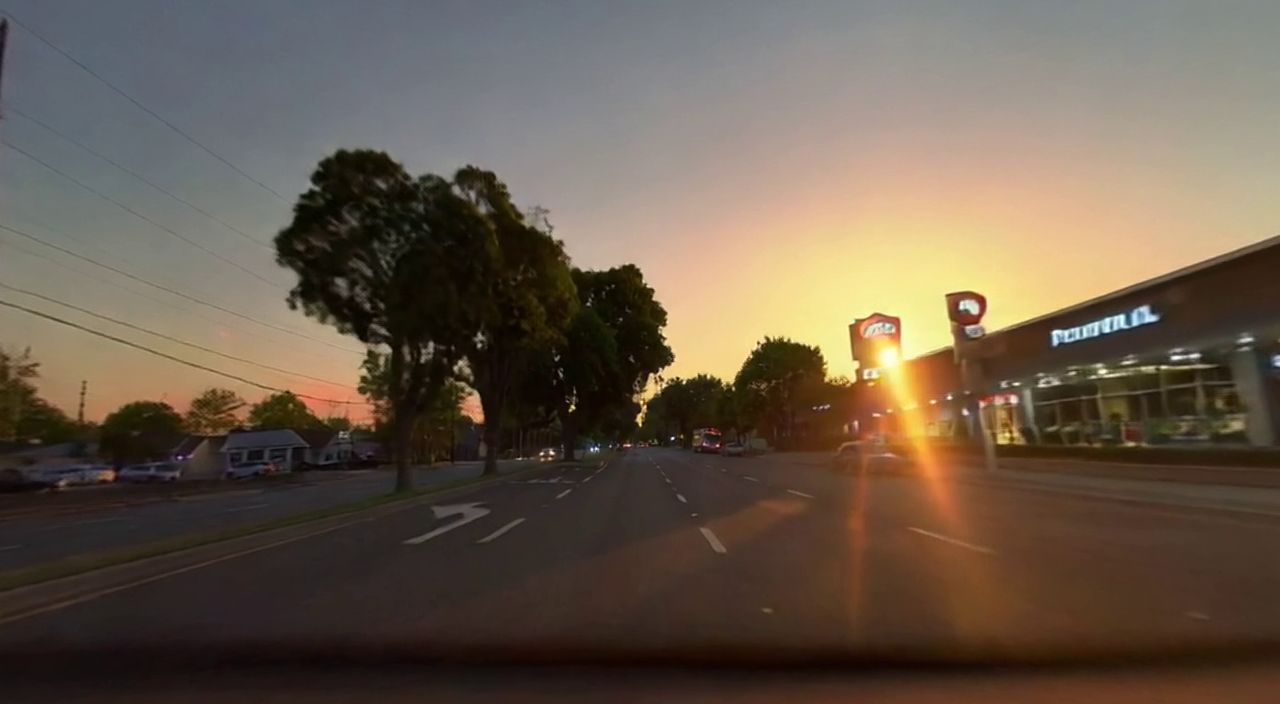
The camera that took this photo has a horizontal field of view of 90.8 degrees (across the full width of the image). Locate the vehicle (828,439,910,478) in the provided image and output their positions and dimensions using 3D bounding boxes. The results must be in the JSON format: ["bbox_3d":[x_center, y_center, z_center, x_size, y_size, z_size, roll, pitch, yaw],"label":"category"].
[{"bbox_3d":[10.136,4.728,28.361,1.886,1.556,4.513,0,-8,-2],"label":"vehicle"}]

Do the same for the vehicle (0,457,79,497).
[{"bbox_3d":[-34.849,7.175,36.204,2.341,2.080,5.408,3,-11,-23],"label":"vehicle"}]
